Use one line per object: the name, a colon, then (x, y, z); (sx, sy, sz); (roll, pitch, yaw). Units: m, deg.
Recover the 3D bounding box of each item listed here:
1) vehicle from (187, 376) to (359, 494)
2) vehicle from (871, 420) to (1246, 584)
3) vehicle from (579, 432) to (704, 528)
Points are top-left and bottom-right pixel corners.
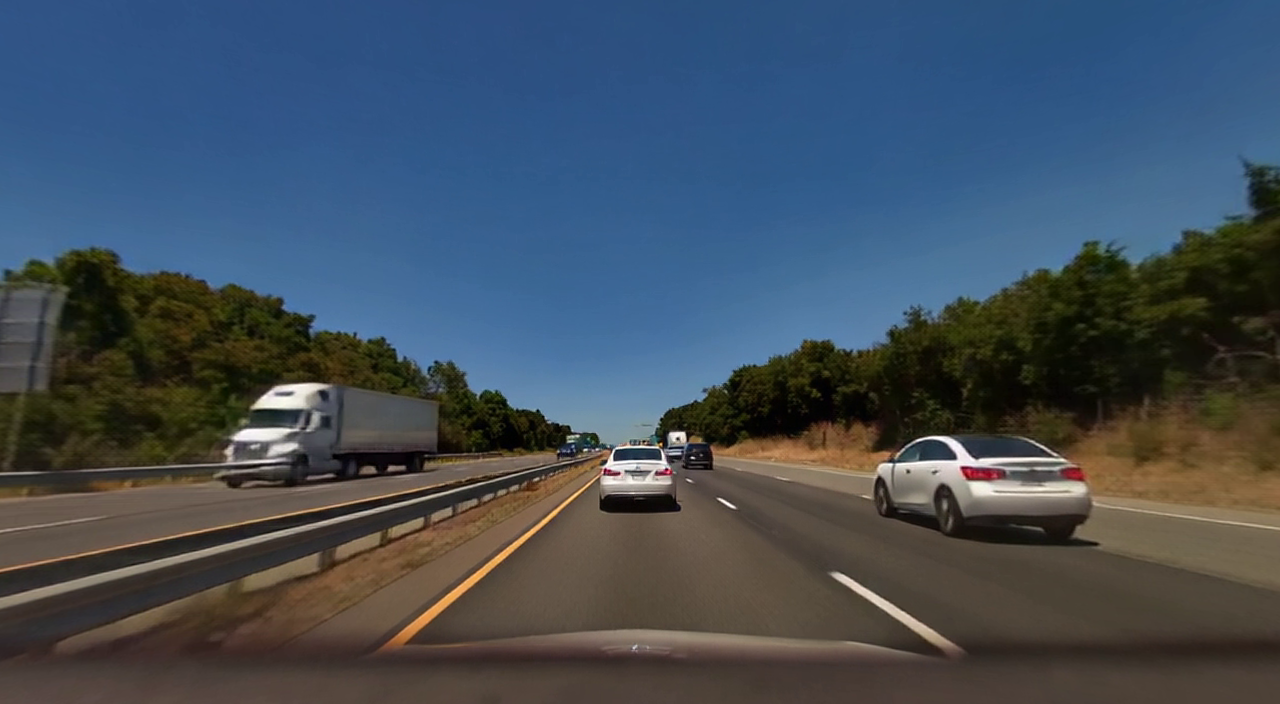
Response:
vehicle: (-13.764, 3.238, 24.315); (2.937, 3.963, 5.772); (-1, -9, 1)
vehicle: (4.698, 1.719, 7.982); (1.931, 1.516, 3.995); (0, -9, -1)
vehicle: (-0.020, 2.438, 12.454); (2.088, 1.580, 3.657); (0, -9, -1)
